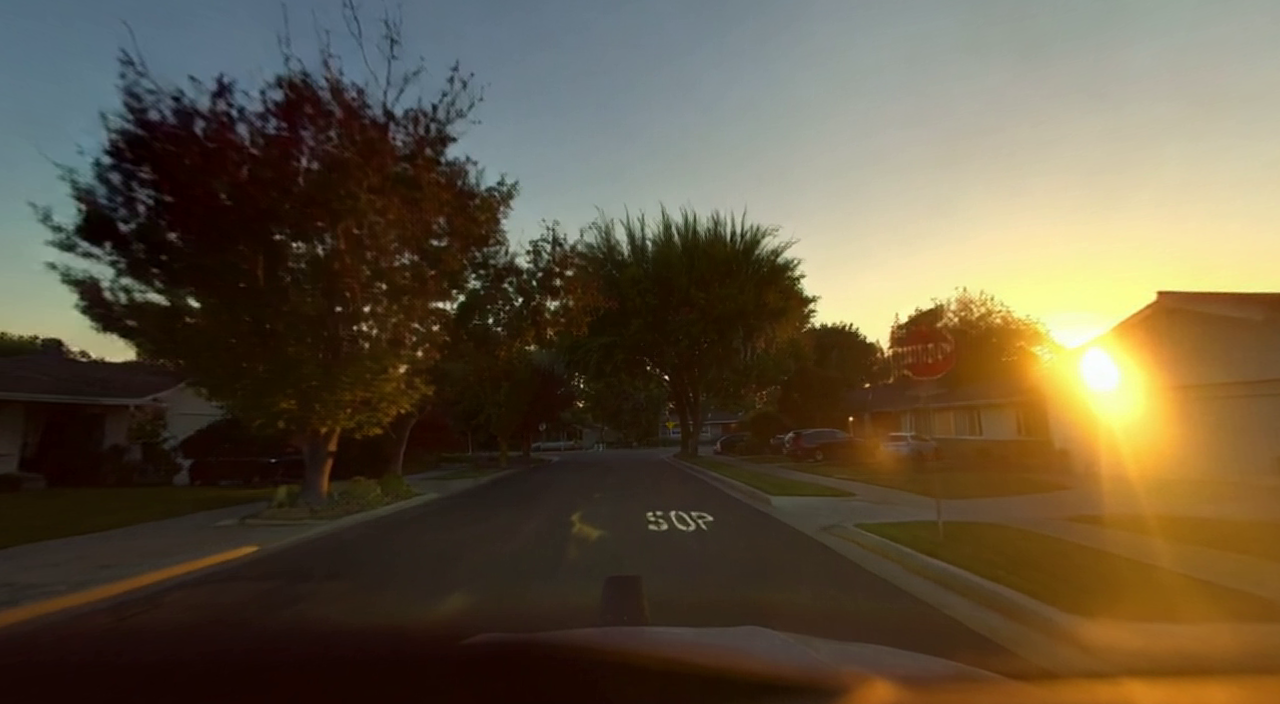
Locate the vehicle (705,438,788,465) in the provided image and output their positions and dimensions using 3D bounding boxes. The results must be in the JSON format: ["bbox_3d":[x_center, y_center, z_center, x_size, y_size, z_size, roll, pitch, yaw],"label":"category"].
[{"bbox_3d":[5.803,5.477,34.733,4.229,1.402,1.811,0,-9,0],"label":"vehicle"}]

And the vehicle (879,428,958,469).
[{"bbox_3d":[11.527,3.944,25.920,2.004,1.511,4.494,-6,-10,35],"label":"vehicle"}]

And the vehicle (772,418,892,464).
[{"bbox_3d":[9.638,4.493,31.909,5.239,1.933,2.131,-3,-7,-2],"label":"vehicle"}]
